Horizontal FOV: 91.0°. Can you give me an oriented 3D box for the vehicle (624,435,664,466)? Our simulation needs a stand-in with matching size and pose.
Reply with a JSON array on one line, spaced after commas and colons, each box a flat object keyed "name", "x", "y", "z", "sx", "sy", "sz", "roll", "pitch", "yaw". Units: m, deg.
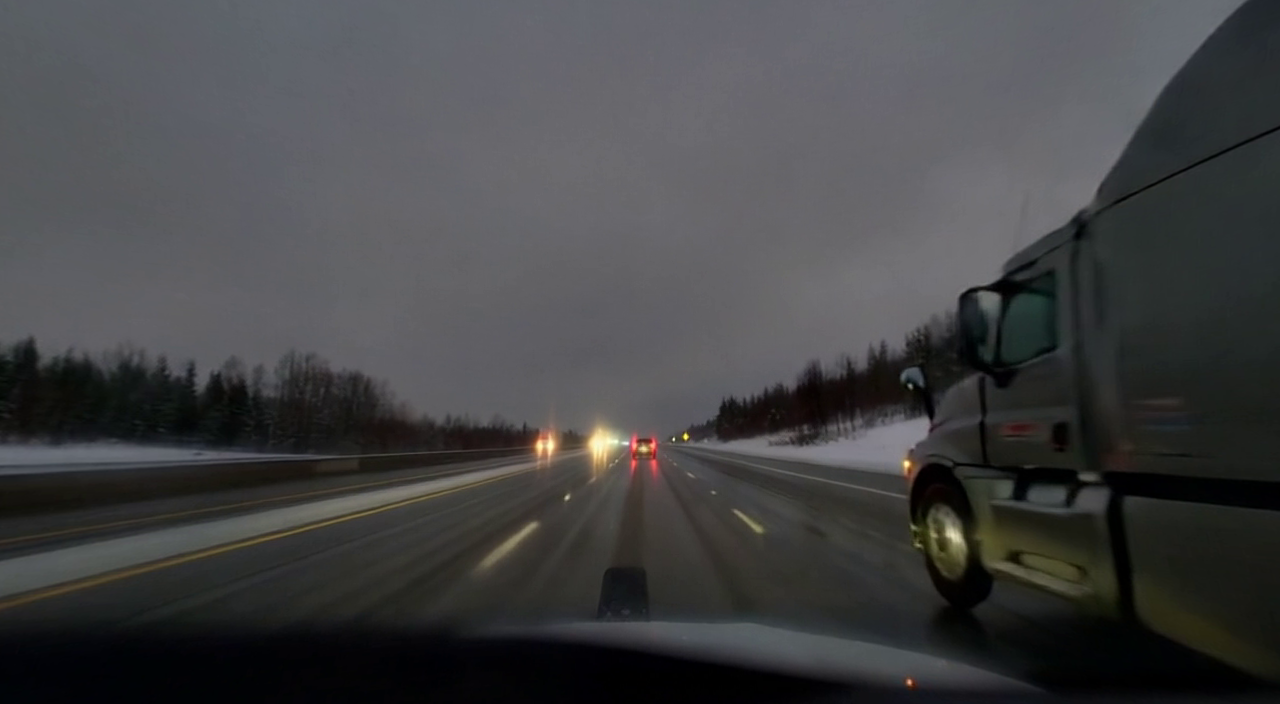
[{"name": "vehicle", "x": 0.230, "y": 5.464, "z": 35.090, "sx": 2.111, "sy": 1.635, "sz": 4.177, "roll": 0, "pitch": -8, "yaw": 1}]
